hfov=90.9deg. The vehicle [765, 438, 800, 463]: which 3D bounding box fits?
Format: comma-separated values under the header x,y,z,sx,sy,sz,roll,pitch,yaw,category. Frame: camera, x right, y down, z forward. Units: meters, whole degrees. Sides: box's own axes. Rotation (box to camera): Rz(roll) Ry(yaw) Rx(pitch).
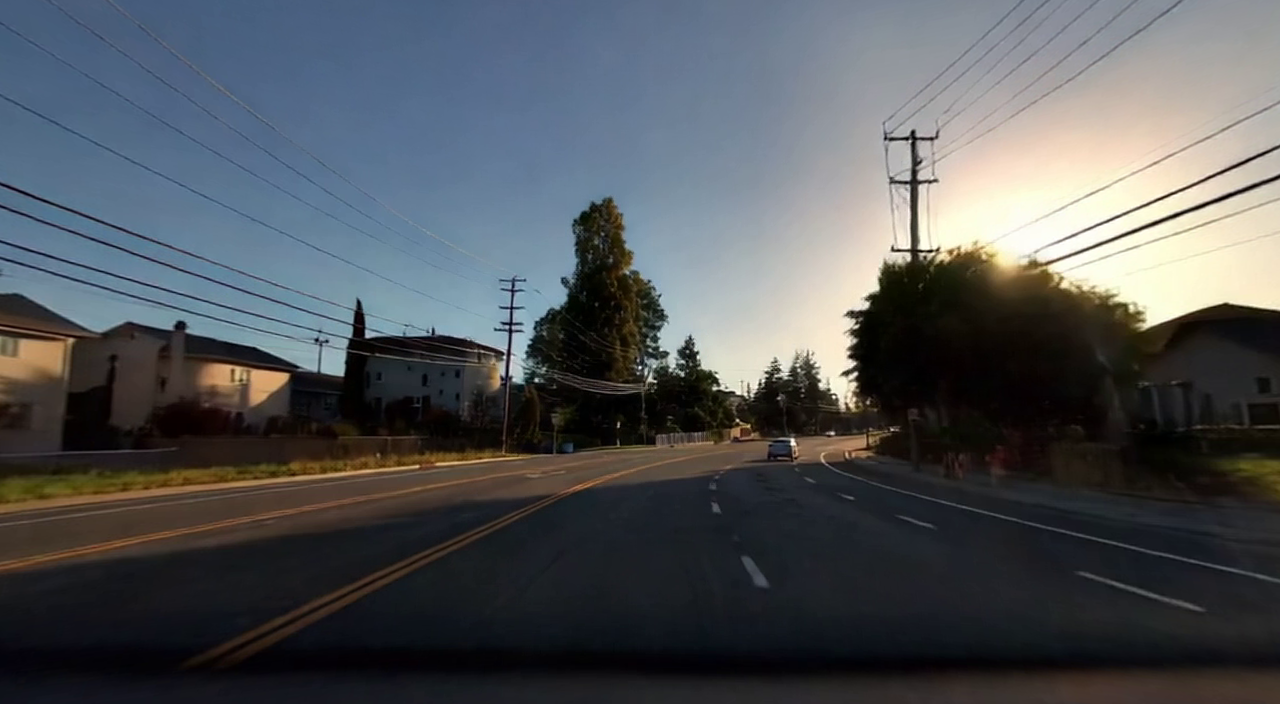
x,y,z,sx,sy,sz,roll,pitch,yaw,category
8.938,6.137,39.340,1.982,1.451,4.152,-2,-9,13,vehicle
